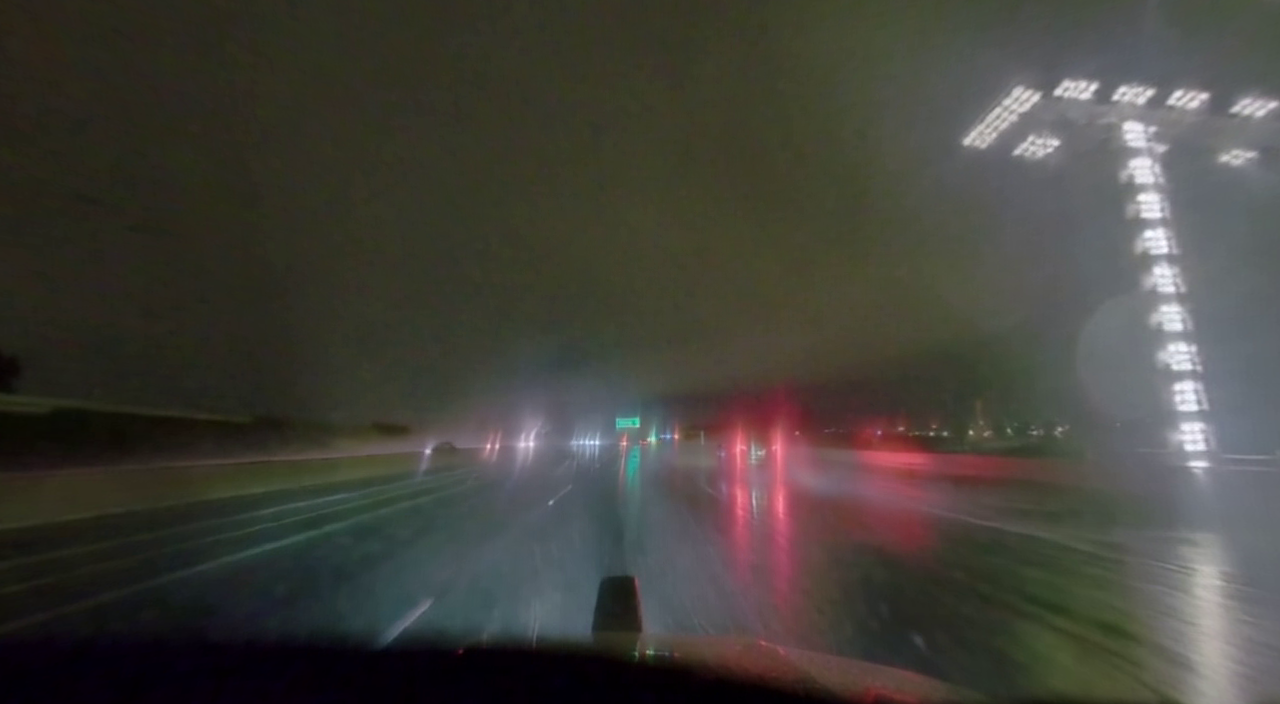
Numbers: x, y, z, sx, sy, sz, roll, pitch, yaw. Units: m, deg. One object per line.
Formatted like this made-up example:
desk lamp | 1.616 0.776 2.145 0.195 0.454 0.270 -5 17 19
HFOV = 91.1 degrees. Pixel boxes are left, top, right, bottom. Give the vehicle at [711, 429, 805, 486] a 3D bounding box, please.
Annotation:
vehicle | 3.371 3.092 18.830 1.946 1.481 3.969 0 -8 -2

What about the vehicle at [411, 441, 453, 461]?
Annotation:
vehicle | -16.314 7.766 49.510 1.853 1.514 4.183 0 -8 0
